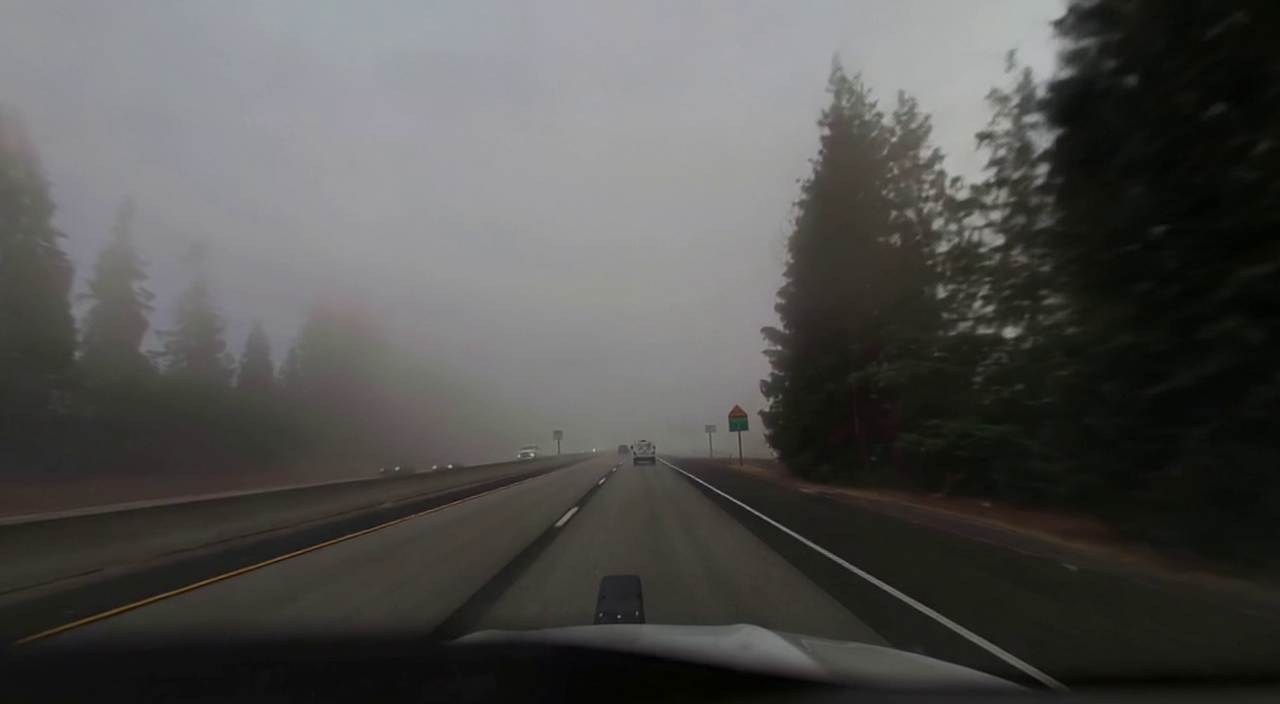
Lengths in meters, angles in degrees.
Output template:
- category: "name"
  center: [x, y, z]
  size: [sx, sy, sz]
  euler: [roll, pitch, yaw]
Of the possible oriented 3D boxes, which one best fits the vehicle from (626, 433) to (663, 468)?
- category: "vehicle"
  center: [0.302, 6.383, 40.711]
  size: [2.268, 2.122, 4.595]
  euler: [-1, -9, 1]
